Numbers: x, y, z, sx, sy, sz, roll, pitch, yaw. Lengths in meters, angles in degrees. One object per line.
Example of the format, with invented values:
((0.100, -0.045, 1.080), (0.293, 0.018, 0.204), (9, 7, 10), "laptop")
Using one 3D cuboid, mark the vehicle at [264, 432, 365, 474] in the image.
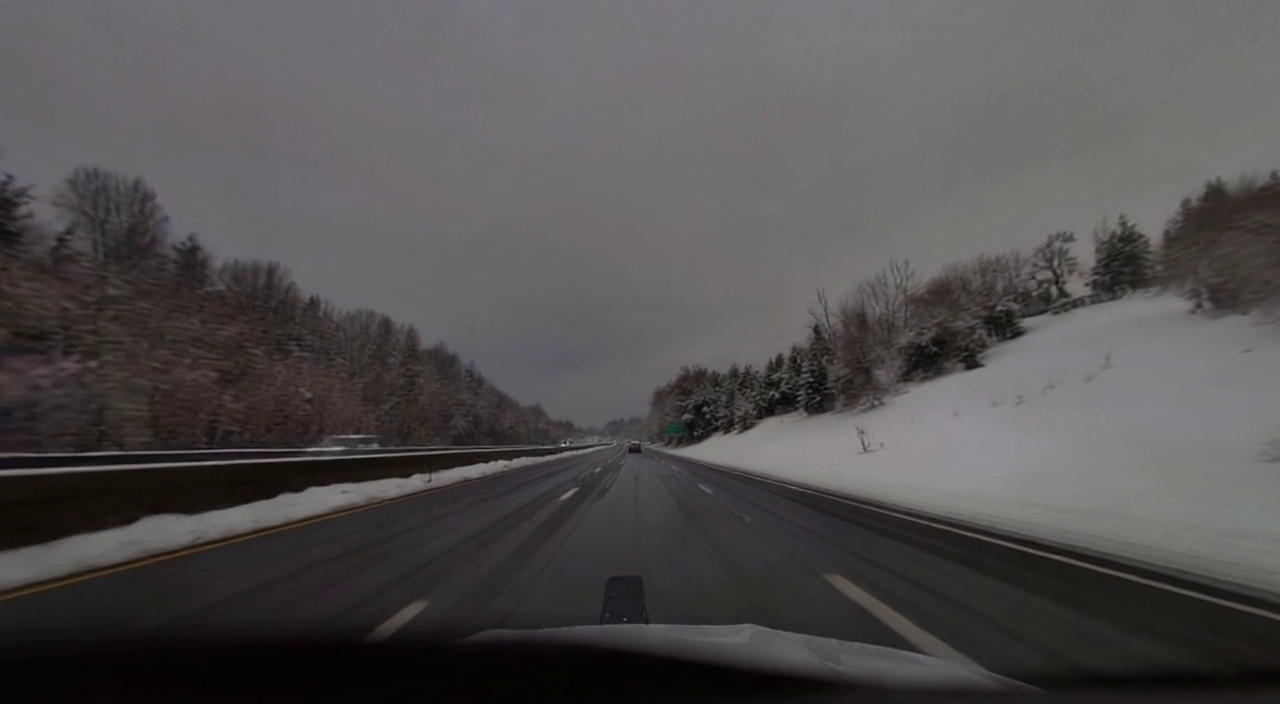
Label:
((-12.548, 3.915, 24.500), (1.832, 1.504, 3.901), (0, -8, 0), "vehicle")
